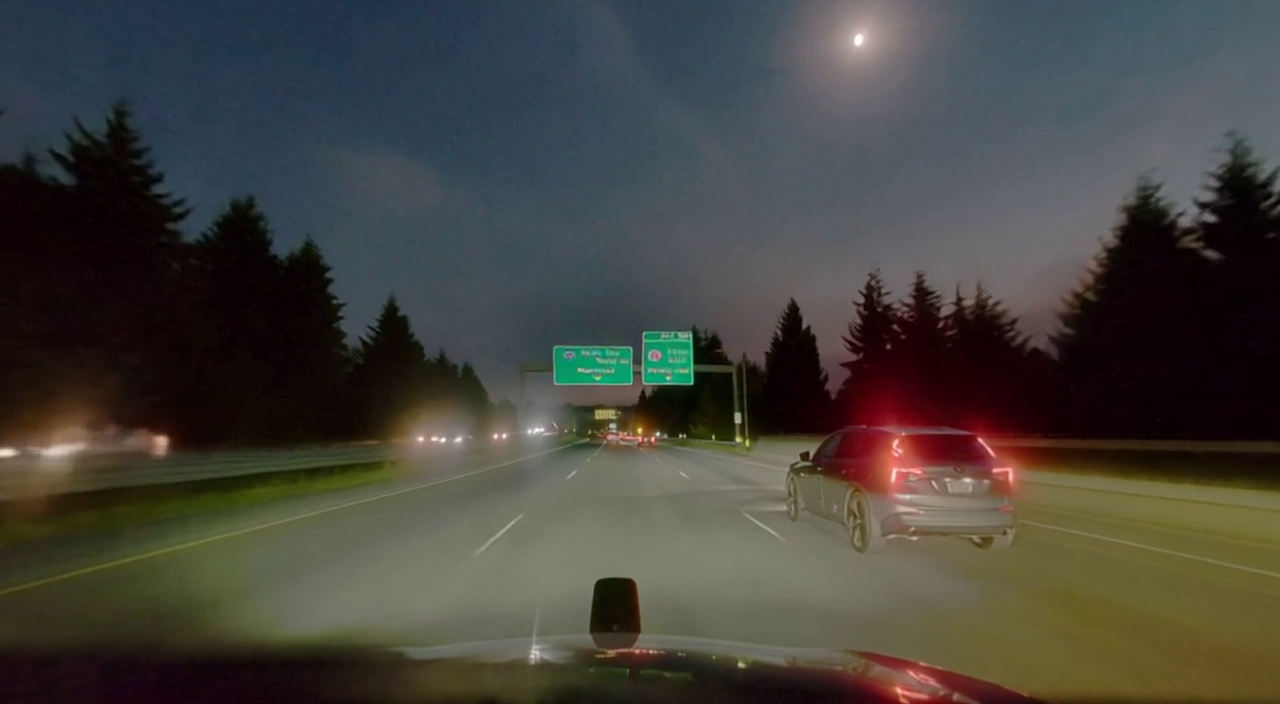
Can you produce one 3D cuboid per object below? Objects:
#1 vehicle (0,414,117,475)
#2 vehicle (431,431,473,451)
[{"bbox_3d":[-17.370,2.578,17.607,1.916,1.544,4.149,0,-8,0],"label":"vehicle"},{"bbox_3d":[-14.749,7.006,49.645,1.916,1.461,4.780,0,-8,-2],"label":"vehicle"}]
